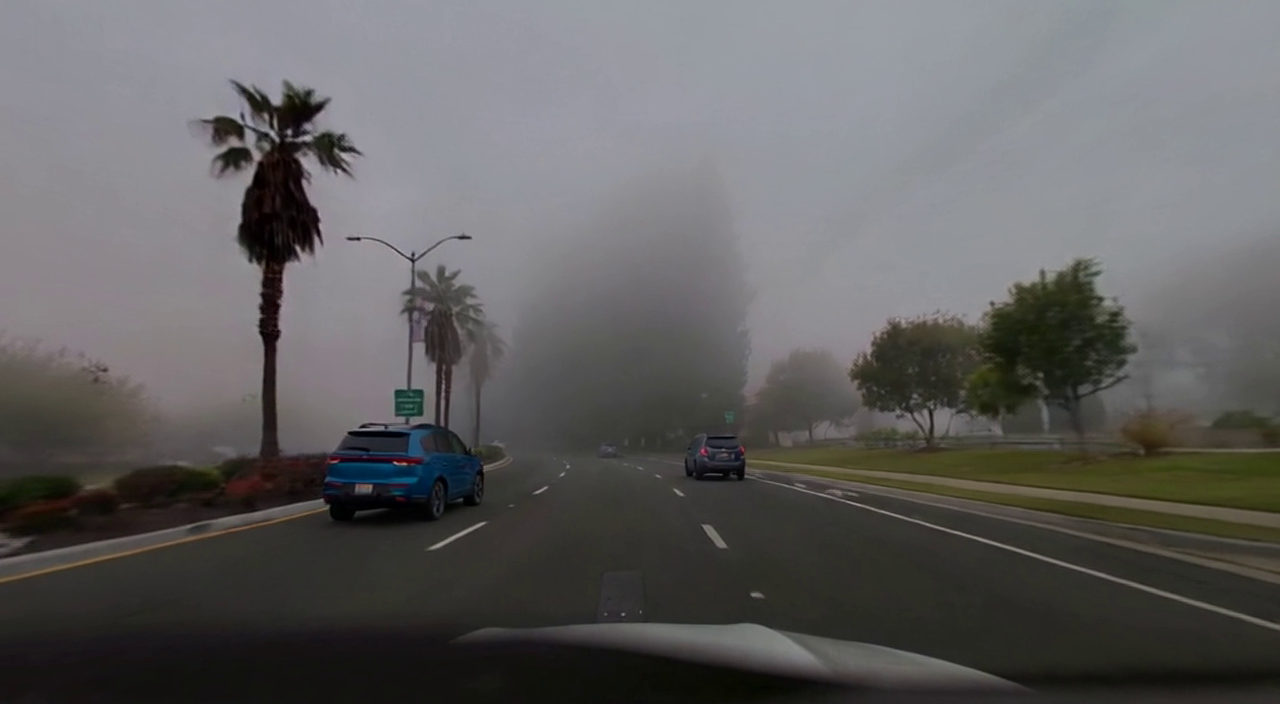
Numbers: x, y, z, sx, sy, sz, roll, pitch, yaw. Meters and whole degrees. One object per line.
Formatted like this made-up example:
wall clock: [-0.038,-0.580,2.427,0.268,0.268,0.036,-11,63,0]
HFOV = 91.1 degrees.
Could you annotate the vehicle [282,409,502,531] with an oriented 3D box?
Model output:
vehicle: [-4.147,2.072,11.621,2.150,1.768,4.868,0,-8,-1]

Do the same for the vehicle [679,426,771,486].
vehicle: [2.760,3.531,21.612,2.195,1.804,4.658,1,-8,-4]
